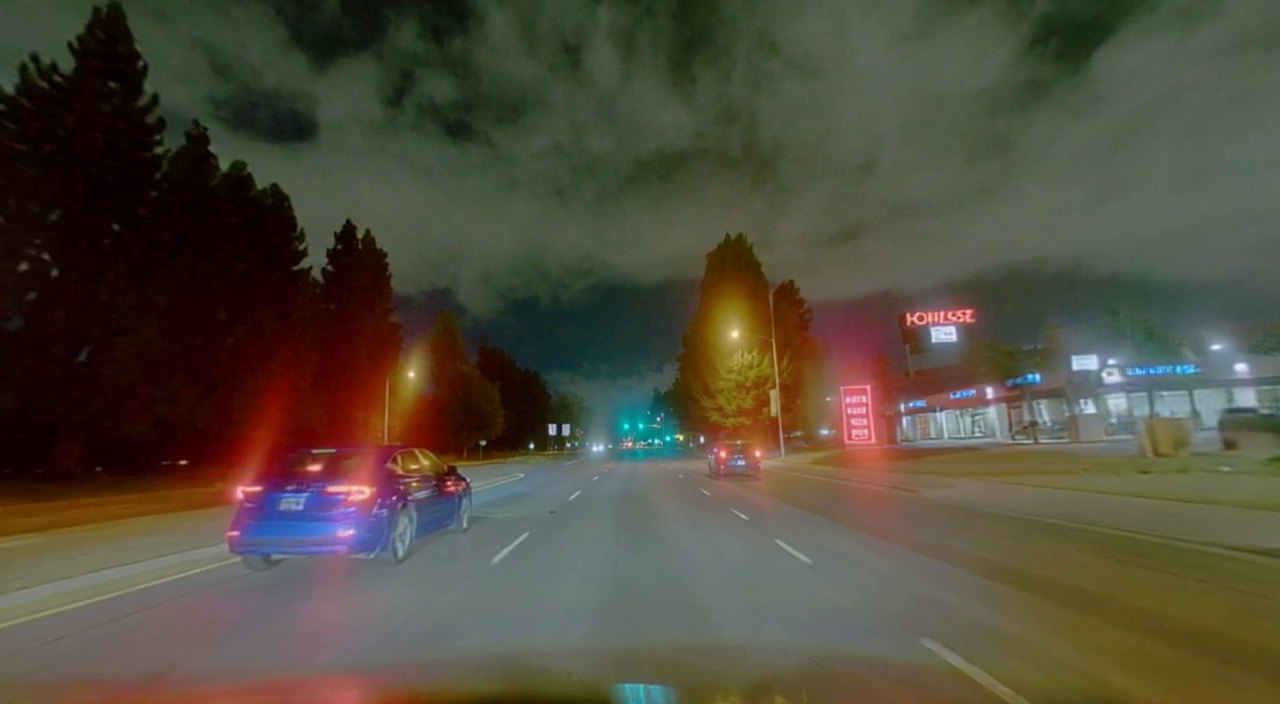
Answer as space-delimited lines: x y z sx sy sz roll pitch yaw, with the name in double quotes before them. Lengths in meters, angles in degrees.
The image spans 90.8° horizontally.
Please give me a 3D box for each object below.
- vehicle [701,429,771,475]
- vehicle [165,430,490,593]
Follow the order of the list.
"vehicle" 4.517 4.842 30.823 2.476 2.016 5.586 0 -8 0
"vehicle" -3.396 1.794 8.038 2.017 1.470 4.293 0 -8 -1
